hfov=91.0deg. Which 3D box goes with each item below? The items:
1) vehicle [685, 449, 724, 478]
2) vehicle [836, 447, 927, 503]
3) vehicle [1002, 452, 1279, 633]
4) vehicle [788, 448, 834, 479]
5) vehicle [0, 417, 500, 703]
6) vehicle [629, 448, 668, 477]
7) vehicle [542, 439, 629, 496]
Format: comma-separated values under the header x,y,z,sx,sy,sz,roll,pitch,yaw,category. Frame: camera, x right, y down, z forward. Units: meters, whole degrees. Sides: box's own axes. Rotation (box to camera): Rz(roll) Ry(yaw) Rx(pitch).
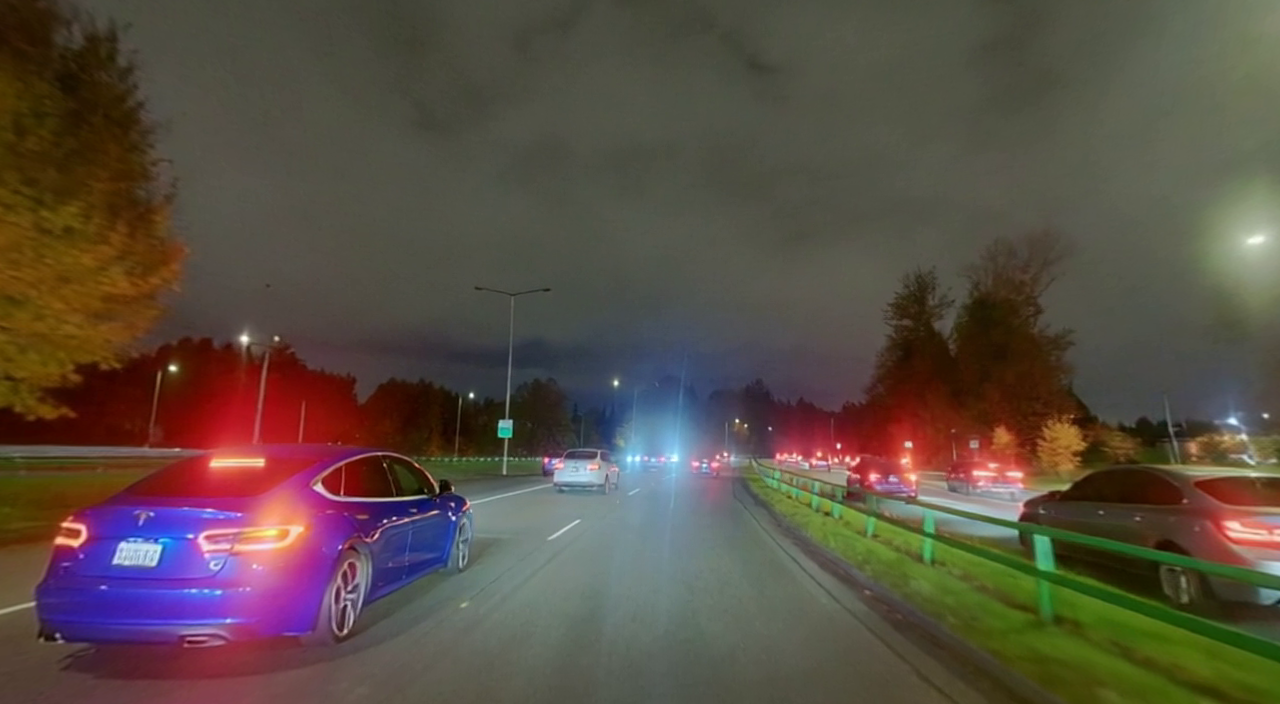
x,y,z,sx,sy,sz,roll,pitch,yaw,category
3.703,6.282,35.689,2.015,1.506,4.276,-1,-9,8,vehicle
7.848,3.997,20.889,1.768,1.634,4.064,0,-9,6,vehicle
6.548,1.976,7.480,1.869,1.516,4.753,0,-9,3,vehicle
9.796,6.366,36.272,1.890,1.610,4.045,0,-9,6,vehicle
-2.847,1.448,5.647,1.921,1.503,4.317,0,-9,4,vehicle
0.611,6.789,39.033,1.930,1.635,4.260,-1,-9,7,vehicle
-1.673,3.804,21.091,1.979,1.663,4.513,-1,-9,7,vehicle
